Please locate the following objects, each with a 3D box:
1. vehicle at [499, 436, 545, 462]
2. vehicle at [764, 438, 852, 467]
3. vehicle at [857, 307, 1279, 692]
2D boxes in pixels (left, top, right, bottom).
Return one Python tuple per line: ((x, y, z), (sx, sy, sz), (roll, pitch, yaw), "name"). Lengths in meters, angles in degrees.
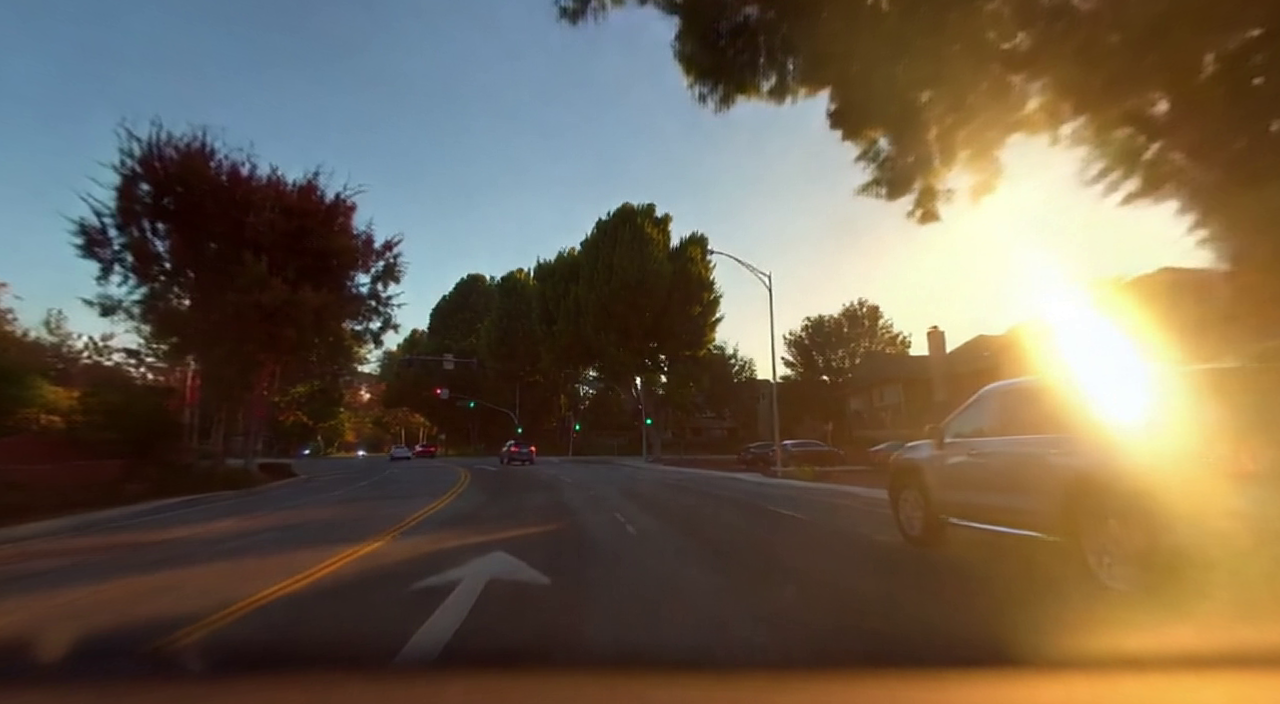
((-8.238, 6.719, 43.746), (2.138, 1.729, 4.178), (4, -9, -25), "vehicle")
((9.267, 5.553, 34.925), (4.169, 1.527, 2.053), (2, -9, -14), "vehicle")
((4.429, 1.183, 6.200), (2.338, 2.063, 5.592), (0, -8, -3), "vehicle")
